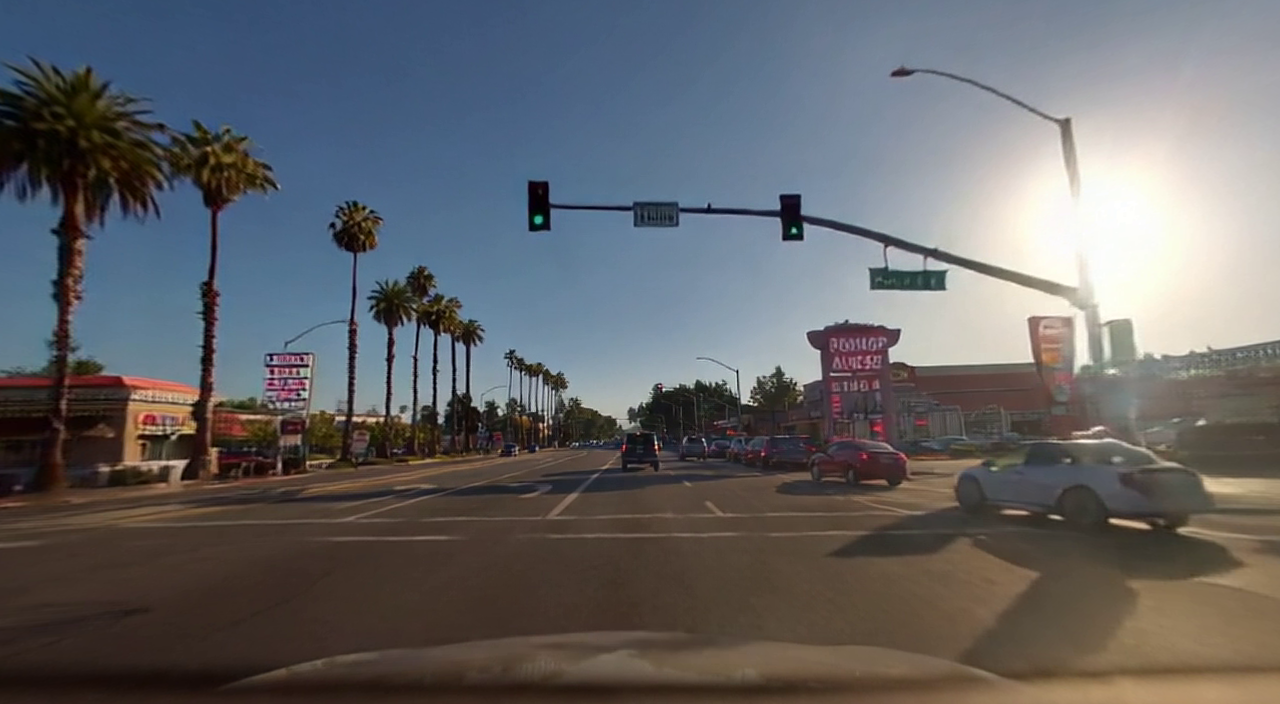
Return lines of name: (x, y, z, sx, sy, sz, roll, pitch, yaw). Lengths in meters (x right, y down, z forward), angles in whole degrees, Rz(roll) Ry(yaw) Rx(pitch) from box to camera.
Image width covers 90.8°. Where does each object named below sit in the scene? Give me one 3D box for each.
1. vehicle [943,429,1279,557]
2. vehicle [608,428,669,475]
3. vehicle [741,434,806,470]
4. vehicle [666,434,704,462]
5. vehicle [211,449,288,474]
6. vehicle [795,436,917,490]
vehicle: (6.704, 1.969, 9.594, 1.902, 1.461, 4.428, 0, -9, -2)
vehicle: (-0.106, 4.310, 27.526, 2.428, 1.816, 4.959, 0, -9, -1)
vehicle: (6.575, 5.002, 31.677, 2.100, 1.675, 4.536, 0, -9, -2)
vehicle: (3.018, 6.600, 43.406, 2.187, 1.777, 4.444, 0, -9, -2)
vehicle: (-27.810, 7.784, 45.098, 4.139, 1.702, 2.040, 0, -9, -2)
vehicle: (6.624, 3.470, 20.126, 2.038, 1.476, 5.032, 0, -9, -1)
